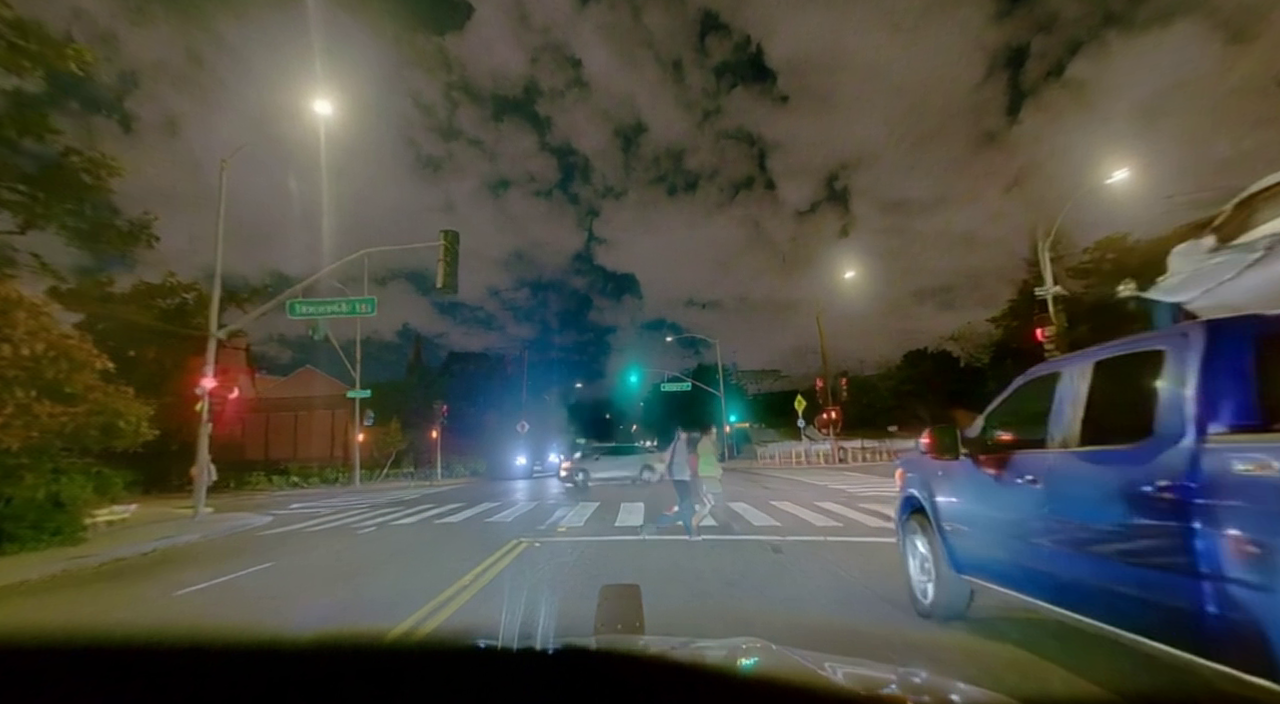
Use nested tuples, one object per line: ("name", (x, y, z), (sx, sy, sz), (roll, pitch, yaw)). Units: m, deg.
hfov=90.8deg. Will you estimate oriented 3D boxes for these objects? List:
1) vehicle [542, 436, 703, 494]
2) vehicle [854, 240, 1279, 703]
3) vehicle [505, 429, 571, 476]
("vehicle", (-0.505, 3.514, 20.100), (4.771, 1.630, 1.979), (5, -10, -31))
("vehicle", (3.059, 0.810, 2.885), (2.177, 2.015, 5.463), (0, -9, -1))
("vehicle", (-6.109, 6.162, 39.023), (2.896, 2.560, 7.322), (0, -9, -1))
